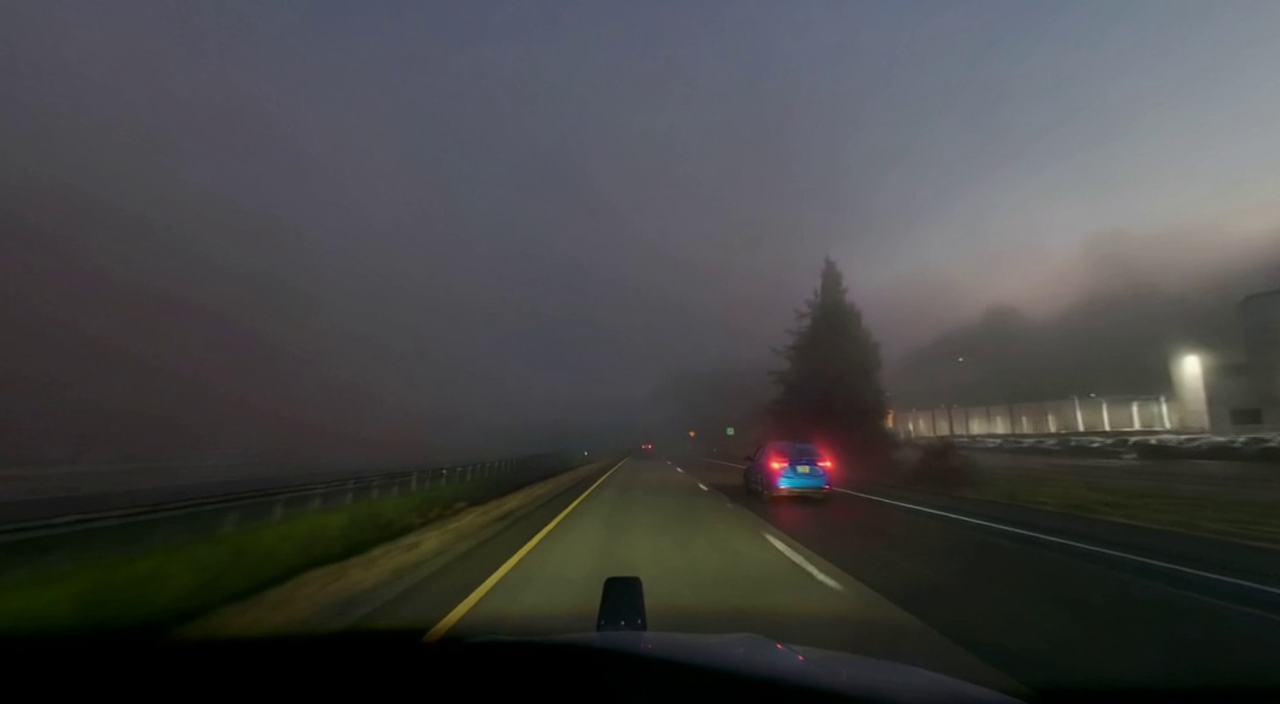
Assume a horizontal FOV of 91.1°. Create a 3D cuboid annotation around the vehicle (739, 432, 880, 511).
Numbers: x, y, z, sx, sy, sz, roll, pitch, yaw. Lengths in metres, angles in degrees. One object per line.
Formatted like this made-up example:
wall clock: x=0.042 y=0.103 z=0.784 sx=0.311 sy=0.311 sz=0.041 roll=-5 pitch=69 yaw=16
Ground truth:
vehicle: x=3.678 y=2.665 z=14.486 sx=2.079 sy=1.531 sz=3.997 roll=0 pitch=-8 yaw=-1
